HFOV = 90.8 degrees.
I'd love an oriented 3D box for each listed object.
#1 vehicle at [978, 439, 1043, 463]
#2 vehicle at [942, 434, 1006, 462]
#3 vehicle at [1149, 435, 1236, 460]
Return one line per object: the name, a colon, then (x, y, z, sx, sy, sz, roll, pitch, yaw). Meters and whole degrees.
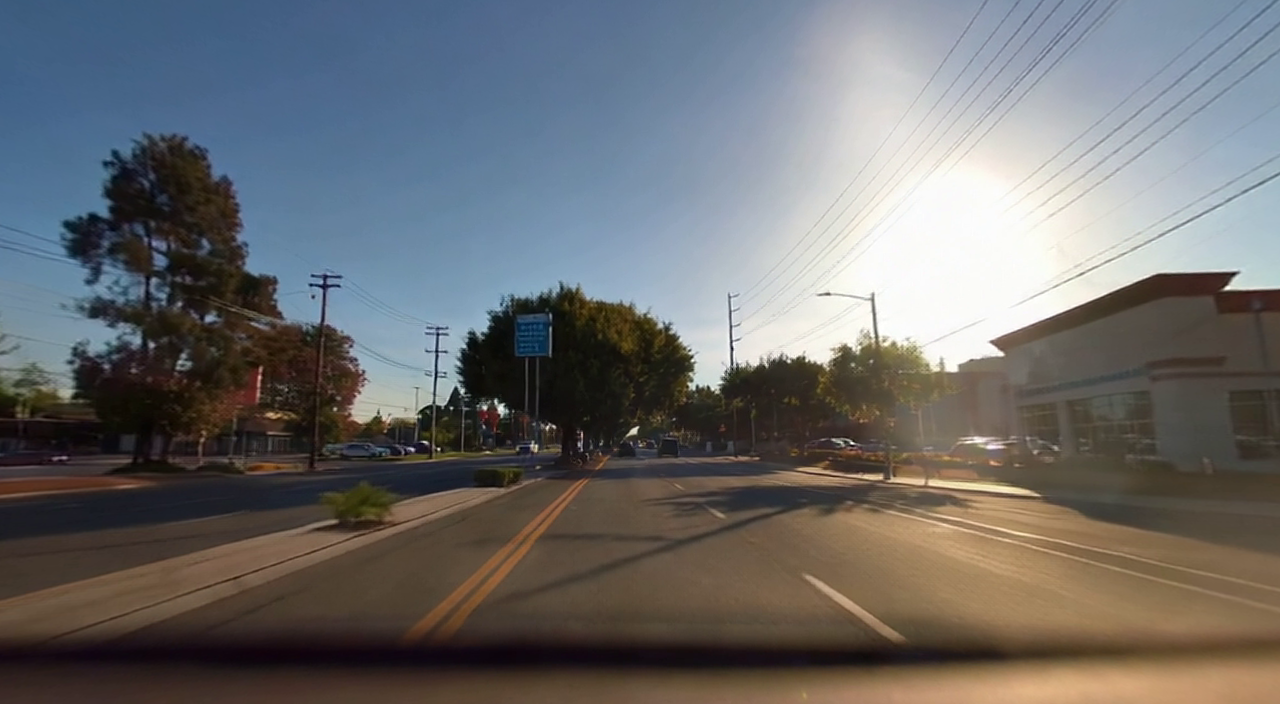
vehicle: (26.915, 7.234, 46.135, 2.066, 1.655, 4.485, -1, -9, 1)
vehicle: (24.318, 7.021, 46.228, 2.136, 1.872, 4.695, -1, -9, 0)
vehicle: (40.623, 7.037, 46.654, 2.228, 1.745, 4.652, 0, -8, 1)
